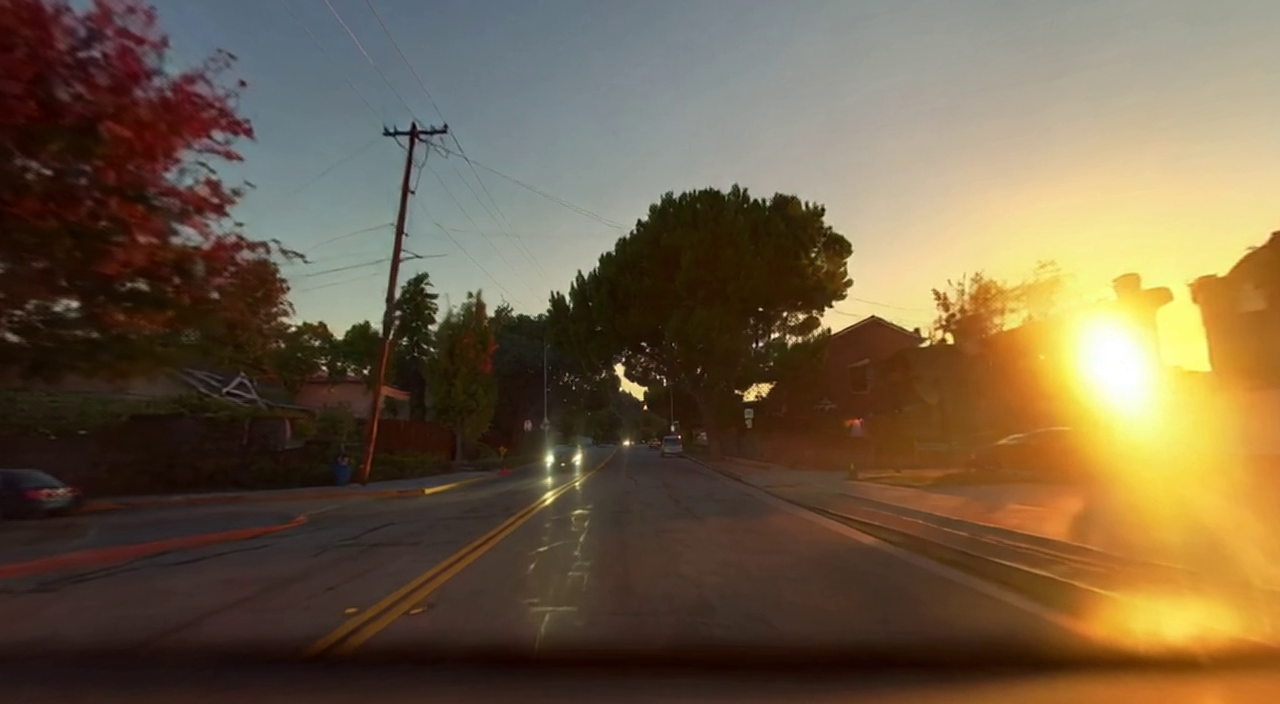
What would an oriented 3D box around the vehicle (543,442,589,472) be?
[{"bbox_3d":[-3.823,5.471,33.253,1.959,1.473,4.115,0,-8,0],"label":"vehicle"}]
